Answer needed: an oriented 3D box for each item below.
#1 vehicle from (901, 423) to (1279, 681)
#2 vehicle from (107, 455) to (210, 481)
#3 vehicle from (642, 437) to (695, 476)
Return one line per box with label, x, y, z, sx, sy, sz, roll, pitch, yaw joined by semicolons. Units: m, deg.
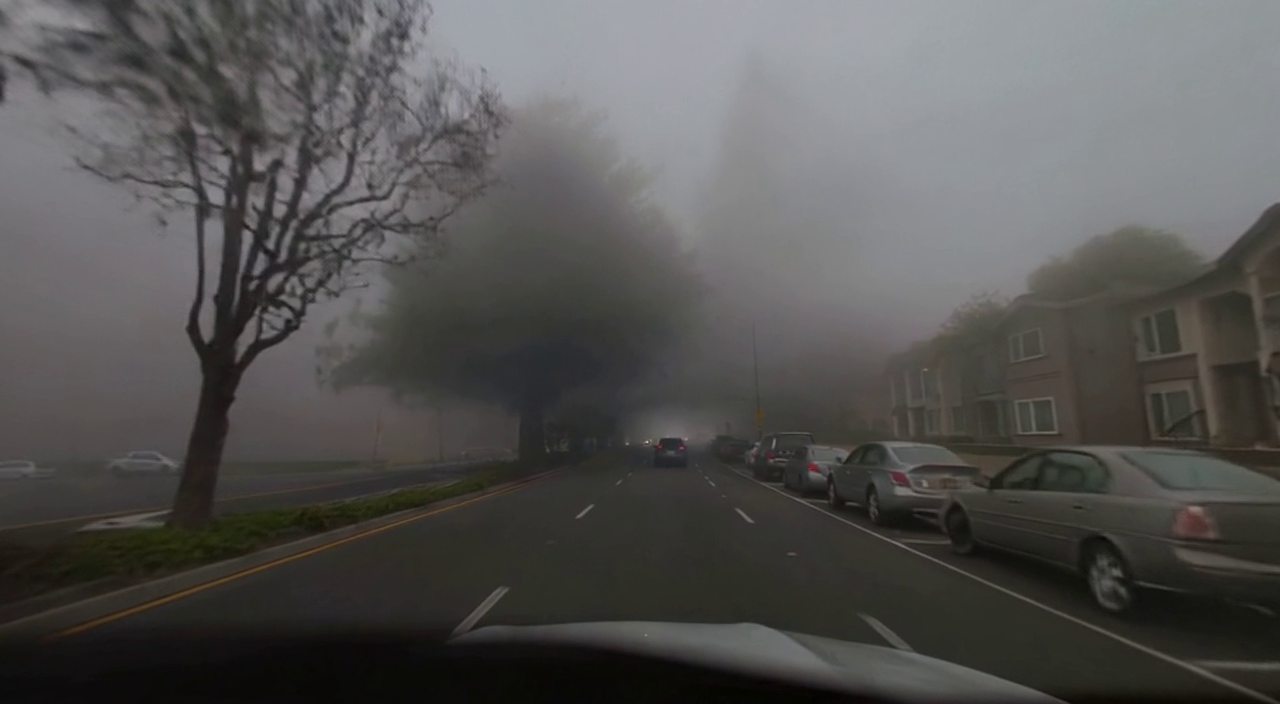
vehicle;4.464;1.462;5.816;1.855;1.445;4.895;0;-8;-2
vehicle;-29.630;7.146;38.904;4.591;1.468;1.805;1;-9;-9
vehicle;1.171;4.313;26.170;2.011;1.480;4.170;-1;-8;2
